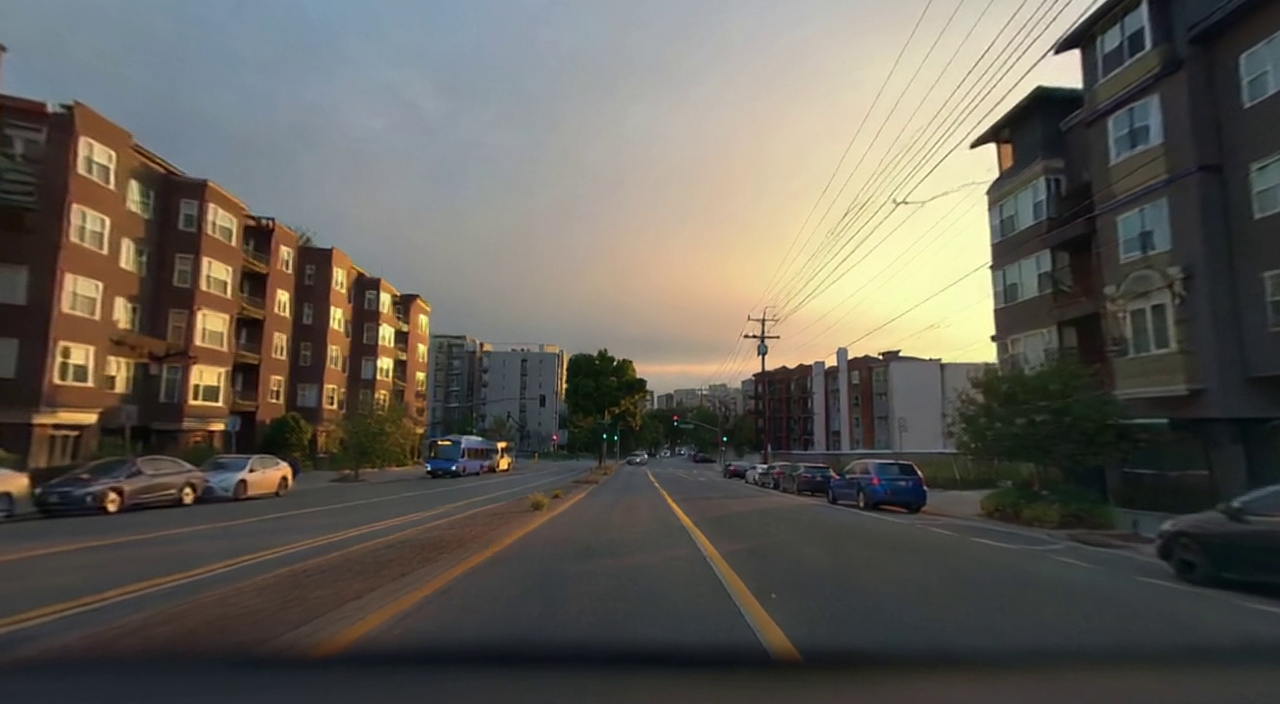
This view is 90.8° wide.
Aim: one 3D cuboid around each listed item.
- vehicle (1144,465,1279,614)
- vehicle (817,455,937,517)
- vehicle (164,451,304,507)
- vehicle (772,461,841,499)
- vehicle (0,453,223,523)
[{"bbox_3d":[7.689,1.900,6.018,1.941,1.496,4.656,0,-9,0],"label":"vehicle"},{"bbox_3d":[7.633,4.333,20.972,2.143,1.731,4.781,0,-9,0],"label":"vehicle"},{"bbox_3d":[-14.641,4.564,23.221,2.107,1.771,4.871,0,-9,-4],"label":"vehicle"},{"bbox_3d":[7.655,5.912,29.558,1.997,1.517,4.755,0,-9,0],"label":"vehicle"},{"bbox_3d":[-14.603,3.716,17.900,2.124,1.626,4.908,0,-9,1],"label":"vehicle"}]
